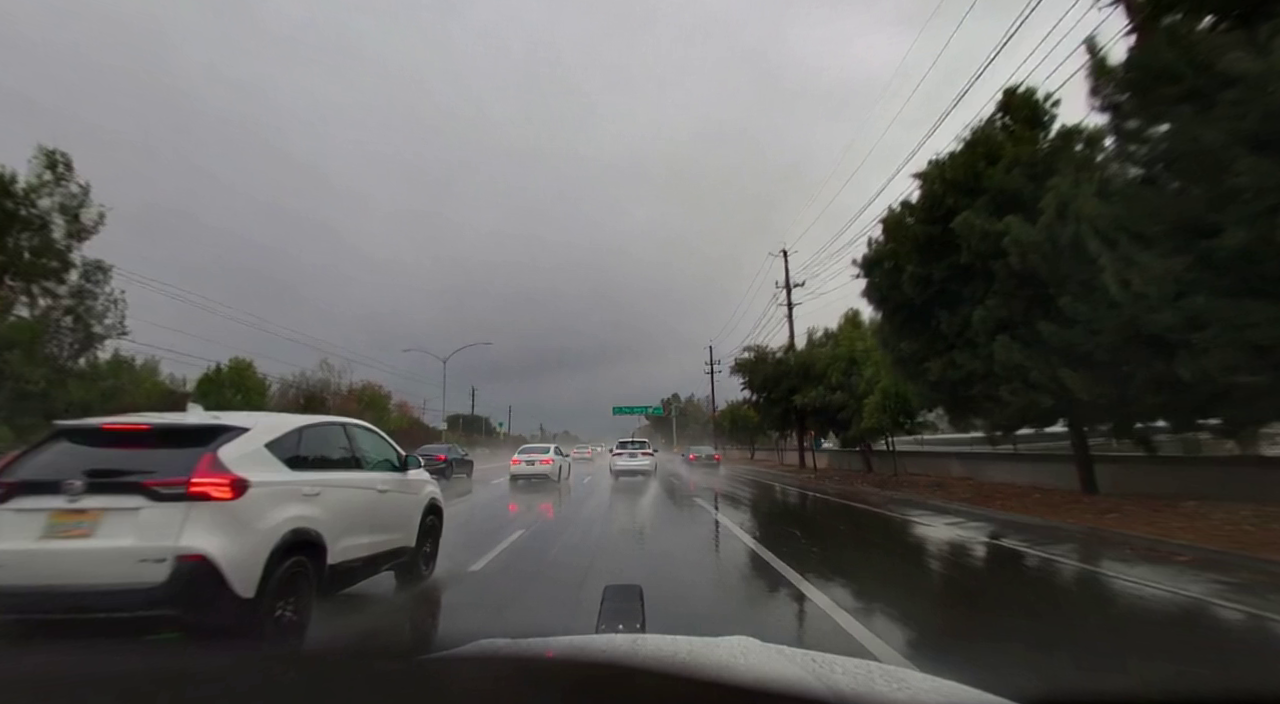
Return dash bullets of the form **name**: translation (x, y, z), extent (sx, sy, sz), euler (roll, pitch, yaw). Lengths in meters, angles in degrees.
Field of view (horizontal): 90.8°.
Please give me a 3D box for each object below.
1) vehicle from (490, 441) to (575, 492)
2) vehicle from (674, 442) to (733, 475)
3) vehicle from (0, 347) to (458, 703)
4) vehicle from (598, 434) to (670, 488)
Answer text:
- **vehicle**: translation (-3.357, 3.648, 20.581), extent (1.958, 1.447, 4.454), euler (0, -8, 0)
- **vehicle**: translation (2.964, 5.087, 30.550), extent (2.197, 1.464, 4.356), euler (0, -8, -3)
- **vehicle**: translation (-3.251, 1.175, 4.895), extent (2.277, 1.728, 4.661), euler (0, -8, 0)
- **vehicle**: translation (-0.219, 3.765, 22.230), extent (2.284, 1.699, 4.168), euler (0, -8, -1)
